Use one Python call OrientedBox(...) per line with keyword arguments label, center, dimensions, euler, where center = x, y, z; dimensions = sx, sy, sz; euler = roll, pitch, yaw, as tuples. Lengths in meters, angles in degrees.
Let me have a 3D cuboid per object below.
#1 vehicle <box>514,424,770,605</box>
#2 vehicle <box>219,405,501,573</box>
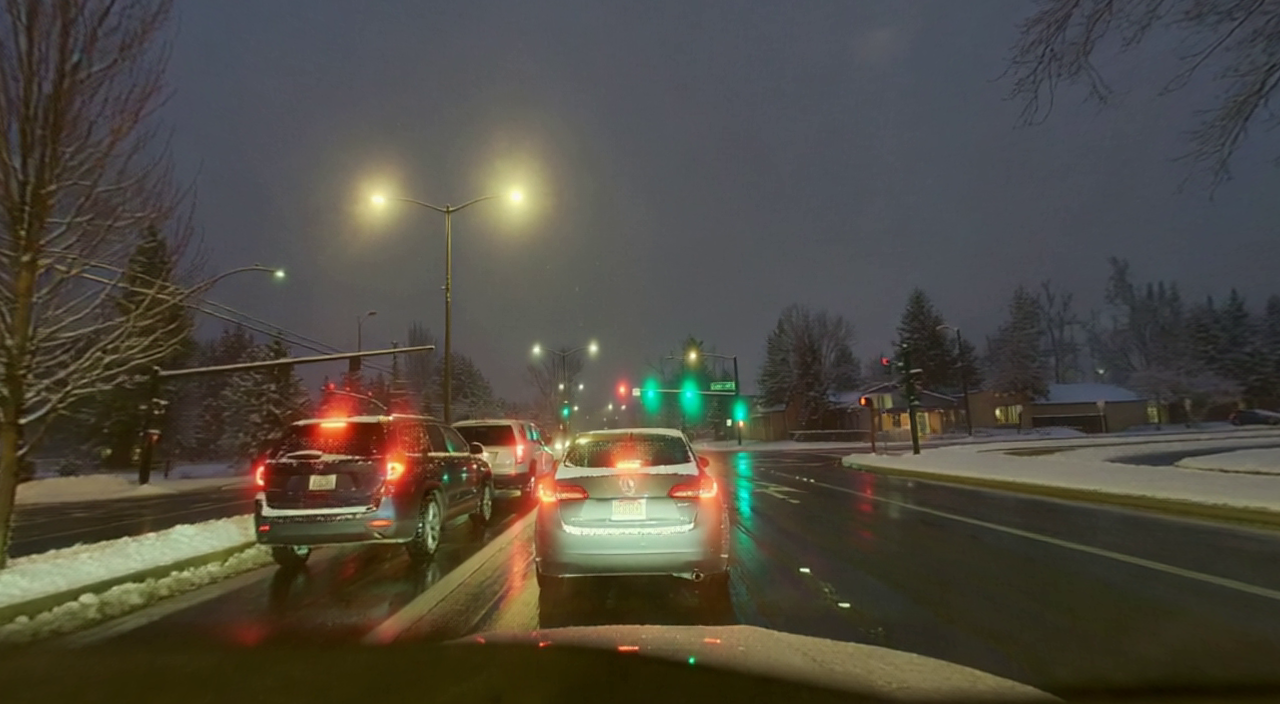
OrientedBox(label="vehicle", center=(-0.039, 1.646, 7.310), dimensions=(2.126, 1.475, 3.967), euler=(0, -8, -2))
OrientedBox(label="vehicle", center=(-3.413, 1.754, 8.822), dimensions=(2.046, 1.751, 4.208), euler=(0, -8, -1))
